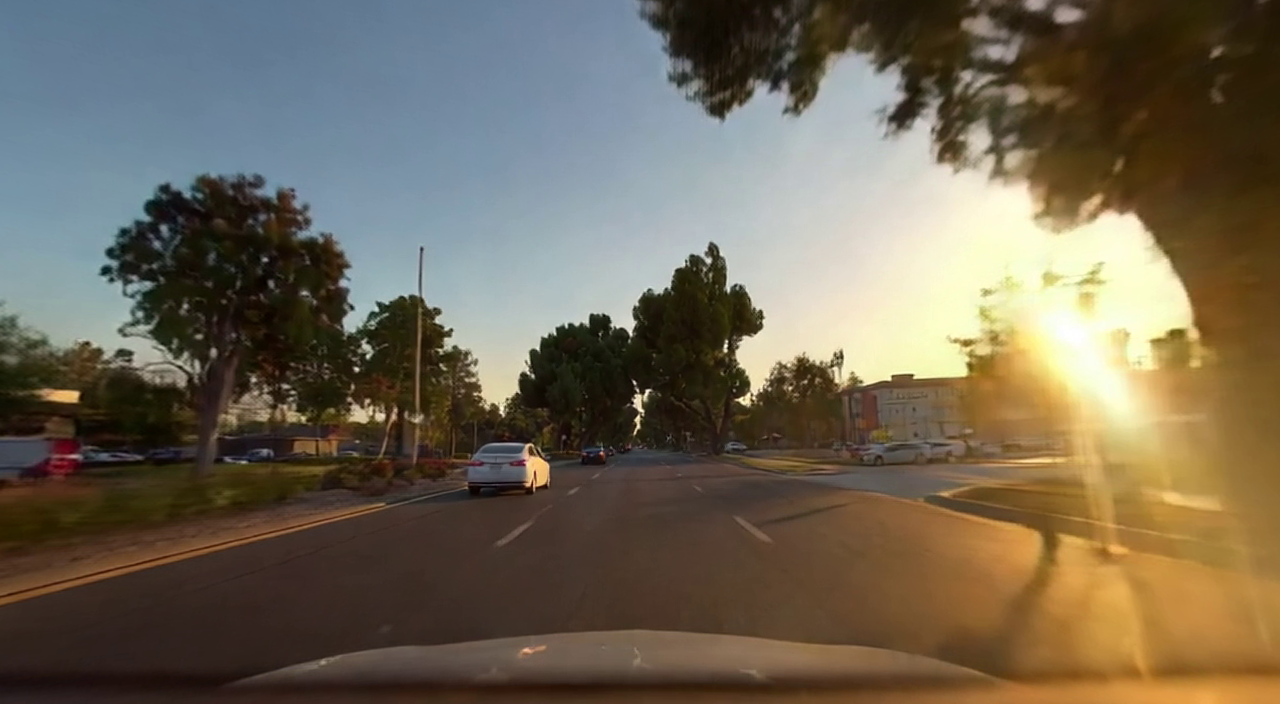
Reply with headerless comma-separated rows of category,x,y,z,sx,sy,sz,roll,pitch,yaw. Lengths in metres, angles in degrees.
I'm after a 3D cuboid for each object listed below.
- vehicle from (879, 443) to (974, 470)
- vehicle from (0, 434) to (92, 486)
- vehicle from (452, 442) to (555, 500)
vehicle,16.137,5.896,35.700,4.341,1.412,2.035,0,-9,-2
vehicle,-34.131,5.791,33.946,6.915,2.687,2.367,0,-9,-1
vehicle,-3.751,3.351,18.261,2.003,1.454,4.484,0,-9,0
